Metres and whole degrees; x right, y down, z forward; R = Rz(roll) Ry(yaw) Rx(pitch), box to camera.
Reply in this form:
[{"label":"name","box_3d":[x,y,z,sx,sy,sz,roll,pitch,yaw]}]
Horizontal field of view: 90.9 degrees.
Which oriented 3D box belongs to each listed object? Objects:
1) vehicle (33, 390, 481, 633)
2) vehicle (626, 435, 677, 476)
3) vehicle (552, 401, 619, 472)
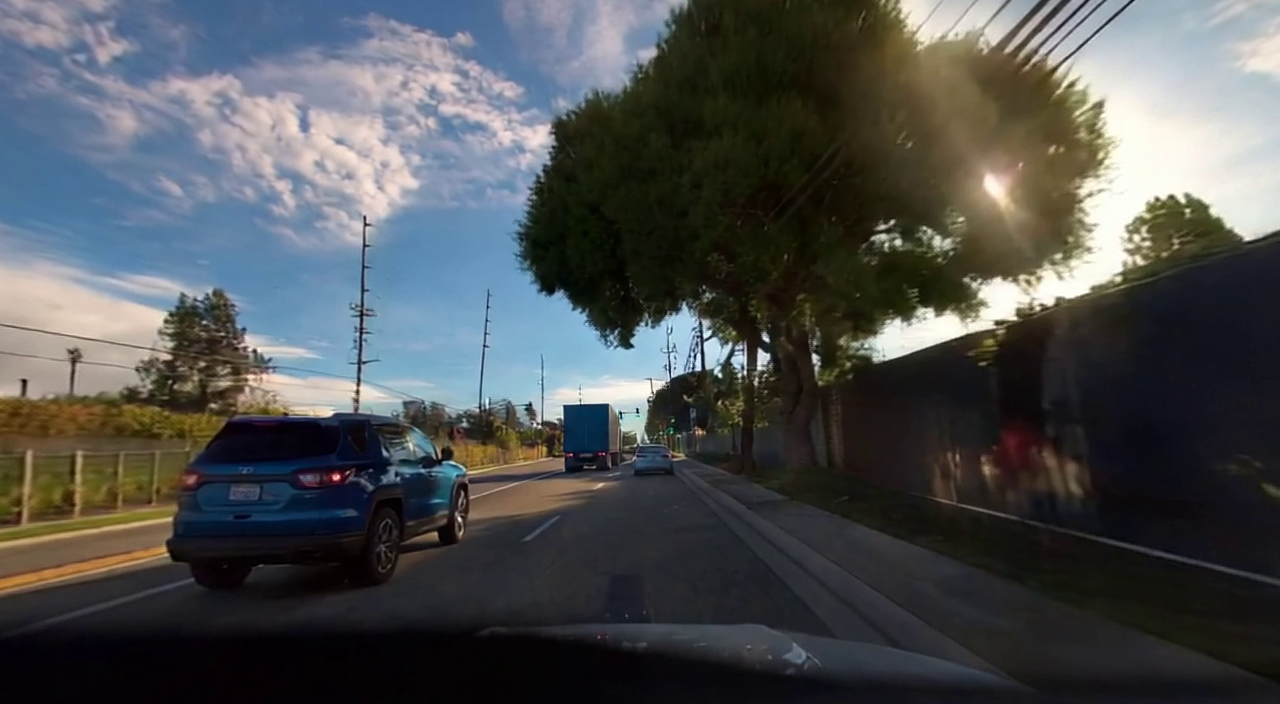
[{"label":"vehicle","box_3d":[-3.504,1.550,7.129,2.093,1.832,4.508,0,-9,2]},{"label":"vehicle","box_3d":[0.513,4.794,29.389,2.174,1.749,4.113,0,-9,1]},{"label":"vehicle","box_3d":[-2.986,5.070,37.322,2.928,3.658,8.980,0,-8,2]}]
